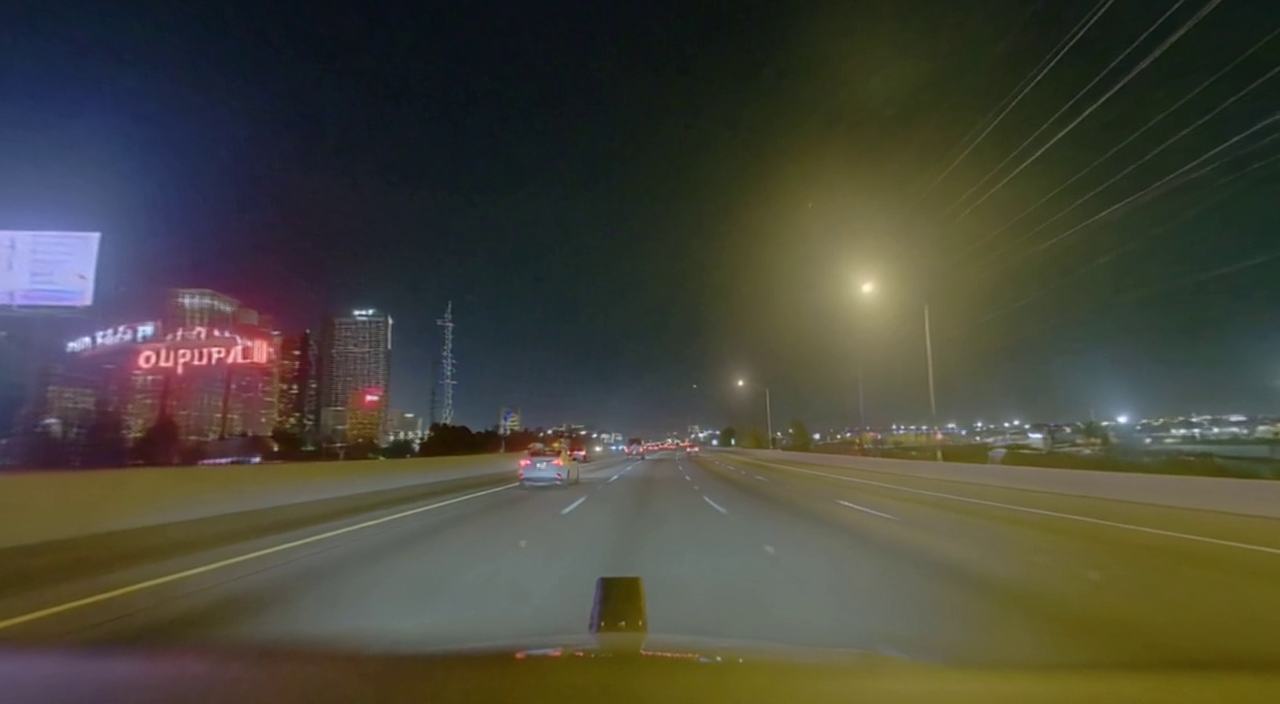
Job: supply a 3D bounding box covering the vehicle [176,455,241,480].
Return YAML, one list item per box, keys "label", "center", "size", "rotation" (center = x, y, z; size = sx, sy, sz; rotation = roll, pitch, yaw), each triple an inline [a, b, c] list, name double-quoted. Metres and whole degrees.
- label: "vehicle"
  center: [-26.119, 6.967, 38.290]
  size: [1.488, 1.366, 3.338]
  rotation: [-1, -8, 1]

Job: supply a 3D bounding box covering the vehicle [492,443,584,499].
- label: "vehicle"
  center: [-2.833, 3.402, 18.437]
  size: [1.891, 1.444, 3.968]
  rotation: [0, -9, 2]
